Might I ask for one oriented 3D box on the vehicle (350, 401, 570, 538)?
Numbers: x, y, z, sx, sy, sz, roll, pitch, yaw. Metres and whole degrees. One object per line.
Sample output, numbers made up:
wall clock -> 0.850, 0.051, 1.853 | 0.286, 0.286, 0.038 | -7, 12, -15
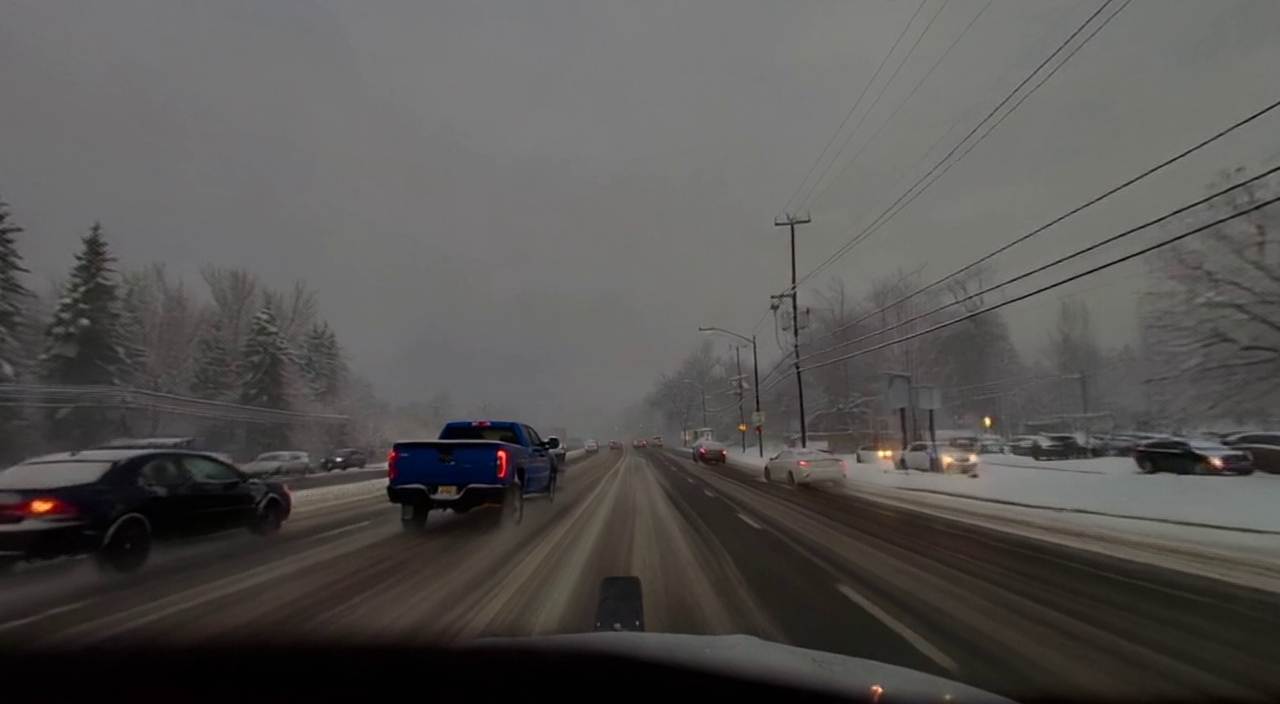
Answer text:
vehicle -> -2.974, 2.173, 12.347 | 2.467, 1.991, 6.089 | 0, -8, 0

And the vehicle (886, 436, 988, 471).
vehicle -> 17.412, 5.988, 37.502 | 2.267, 1.925, 5.964 | 1, -9, -11

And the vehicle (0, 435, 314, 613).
vehicle -> -6.342, 1.824, 7.804 | 2.035, 1.497, 4.723 | 0, -8, 1

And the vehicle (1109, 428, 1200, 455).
vehicle -> 34.846, 6.072, 42.807 | 4.595, 1.701, 2.257 | 2, -9, -12

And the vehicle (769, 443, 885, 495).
vehicle -> 5.753, 3.635, 20.122 | 1.840, 1.428, 4.602 | 1, -9, -6

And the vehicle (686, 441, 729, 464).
vehicle -> 4.320, 6.474, 40.811 | 2.071, 1.435, 4.226 | 0, -8, -3

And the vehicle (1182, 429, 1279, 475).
vehicle -> 23.245, 3.698, 23.399 | 1.860, 1.597, 4.261 | 4, -9, -25
